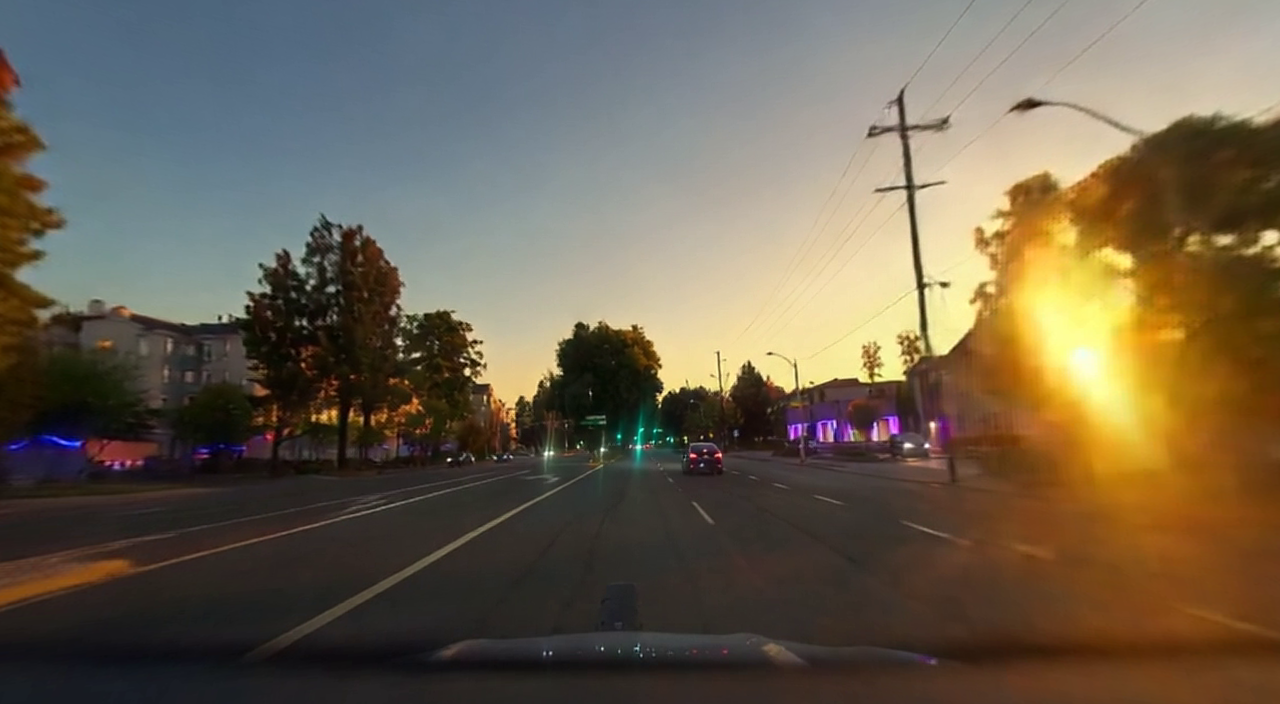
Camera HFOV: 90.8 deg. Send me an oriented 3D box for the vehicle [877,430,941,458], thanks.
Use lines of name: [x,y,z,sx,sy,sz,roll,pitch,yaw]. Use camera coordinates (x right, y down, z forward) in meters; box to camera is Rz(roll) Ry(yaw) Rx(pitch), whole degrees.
vehicle: [19.912,6.813,47.139,2.247,1.917,5.791,1,-8,0]

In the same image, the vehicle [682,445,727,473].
vehicle: [3.426,5.742,34.168,1.929,1.411,4.284,0,-8,-1]
